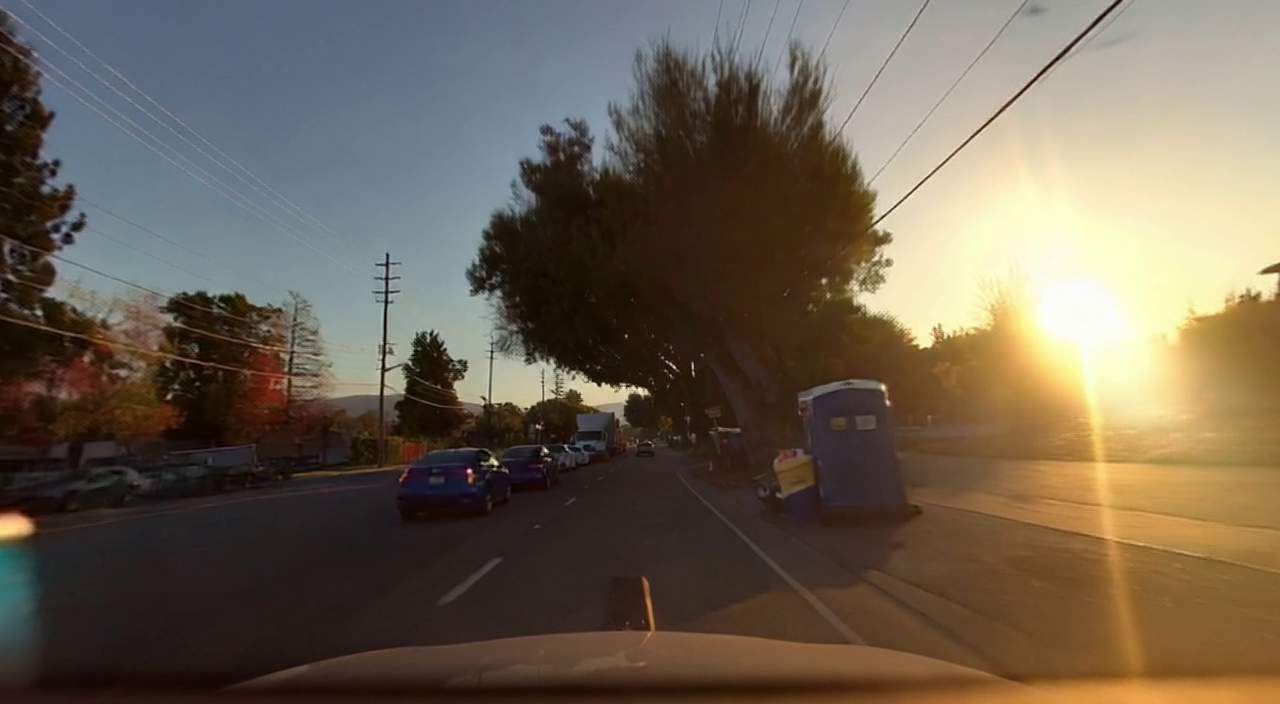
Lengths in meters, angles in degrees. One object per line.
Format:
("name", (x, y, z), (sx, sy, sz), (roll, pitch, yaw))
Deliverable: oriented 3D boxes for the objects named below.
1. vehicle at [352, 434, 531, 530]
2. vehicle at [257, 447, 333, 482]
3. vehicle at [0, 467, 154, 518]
("vehicle", (-3.456, 2.339, 11.936), (1.998, 1.466, 4.124), (0, -8, 1))
("vehicle", (-22.685, 7.376, 41.714), (2.241, 2.143, 5.321), (1, -8, -4))
("vehicle", (-20.678, 5.076, 23.150), (2.231, 1.478, 4.603), (1, -8, -5))
